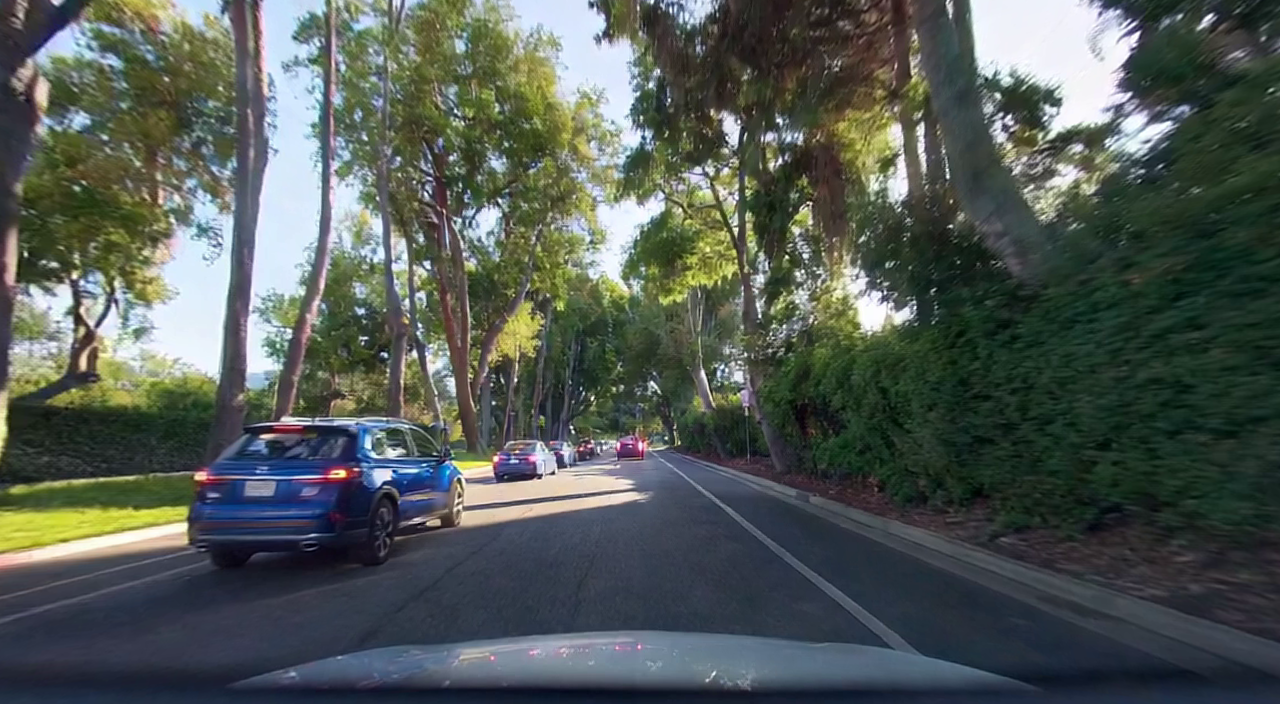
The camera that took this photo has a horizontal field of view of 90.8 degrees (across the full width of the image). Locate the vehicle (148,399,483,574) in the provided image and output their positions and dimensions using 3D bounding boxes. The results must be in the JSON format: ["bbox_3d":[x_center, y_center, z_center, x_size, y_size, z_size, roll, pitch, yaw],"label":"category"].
[{"bbox_3d":[-3.730,1.635,8.429,2.126,1.707,4.317,0,-8,0],"label":"vehicle"}]

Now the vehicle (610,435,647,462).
[{"bbox_3d":[-0.679,5.796,37.998,2.127,1.517,4.090,0,-8,-1],"label":"vehicle"}]

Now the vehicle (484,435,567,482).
[{"bbox_3d":[-3.819,3.640,21.868,2.030,1.452,4.312,0,-8,1],"label":"vehicle"}]
